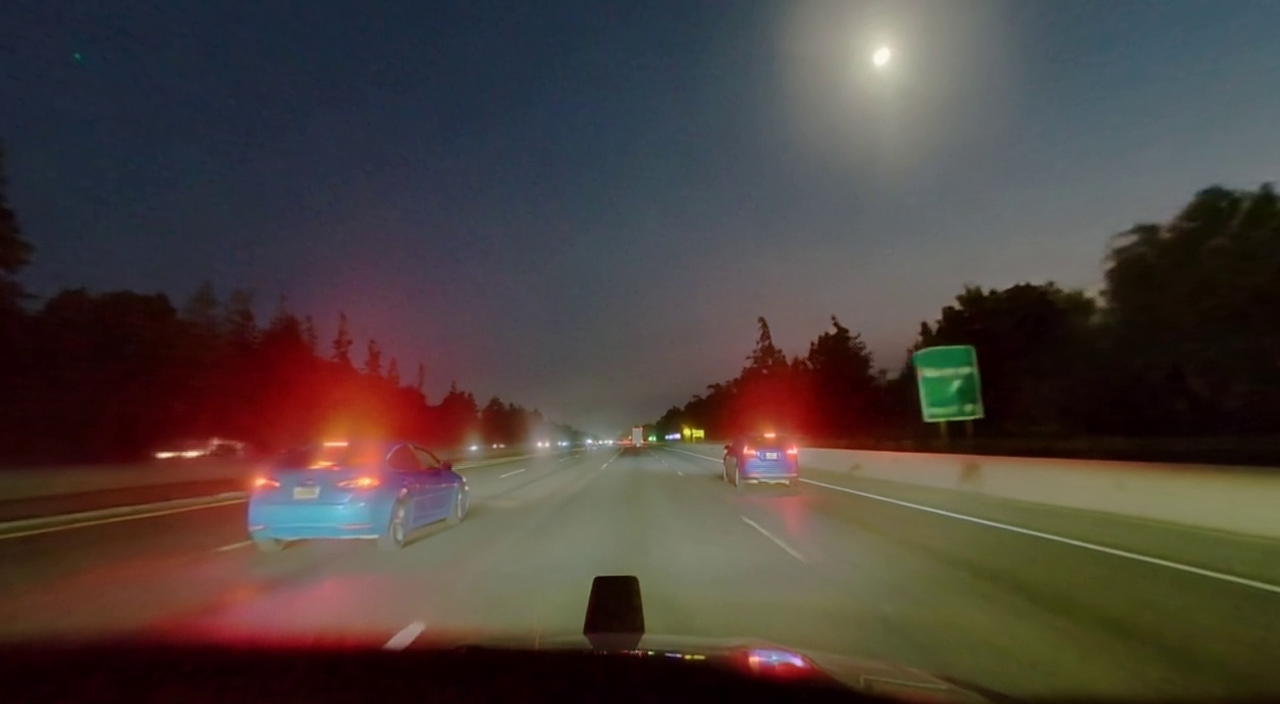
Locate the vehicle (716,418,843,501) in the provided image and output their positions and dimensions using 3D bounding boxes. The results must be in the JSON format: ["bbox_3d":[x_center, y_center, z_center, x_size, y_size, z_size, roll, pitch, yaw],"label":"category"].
[{"bbox_3d":[3.180,2.563,15.355,2.053,1.714,4.097,0,-9,-1],"label":"vehicle"}]

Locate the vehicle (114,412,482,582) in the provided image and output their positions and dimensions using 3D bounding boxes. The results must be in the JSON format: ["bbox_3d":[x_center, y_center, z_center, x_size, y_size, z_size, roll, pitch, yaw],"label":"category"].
[{"bbox_3d":[-3.822,1.731,8.434,2.118,1.573,4.940,0,-9,0],"label":"vehicle"}]
